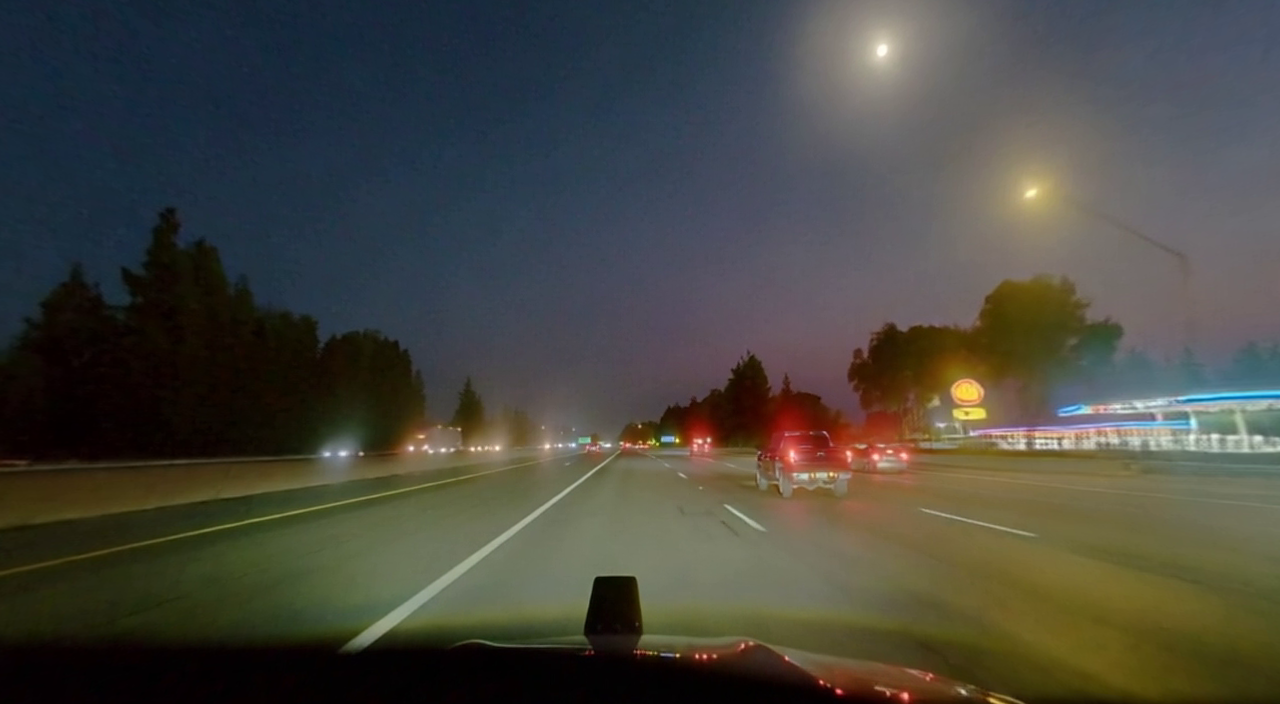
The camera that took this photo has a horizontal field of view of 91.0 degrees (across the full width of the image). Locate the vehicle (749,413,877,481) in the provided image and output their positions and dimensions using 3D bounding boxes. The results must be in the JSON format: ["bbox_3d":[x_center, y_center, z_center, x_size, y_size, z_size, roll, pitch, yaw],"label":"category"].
[{"bbox_3d":[6.680,3.876,25.788,2.779,2.339,8.073,0,-8,-1],"label":"vehicle"}]

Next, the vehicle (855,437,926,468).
[{"bbox_3d":[14.070,5.668,35.627,2.072,1.611,4.387,0,-8,-2],"label":"vehicle"}]
